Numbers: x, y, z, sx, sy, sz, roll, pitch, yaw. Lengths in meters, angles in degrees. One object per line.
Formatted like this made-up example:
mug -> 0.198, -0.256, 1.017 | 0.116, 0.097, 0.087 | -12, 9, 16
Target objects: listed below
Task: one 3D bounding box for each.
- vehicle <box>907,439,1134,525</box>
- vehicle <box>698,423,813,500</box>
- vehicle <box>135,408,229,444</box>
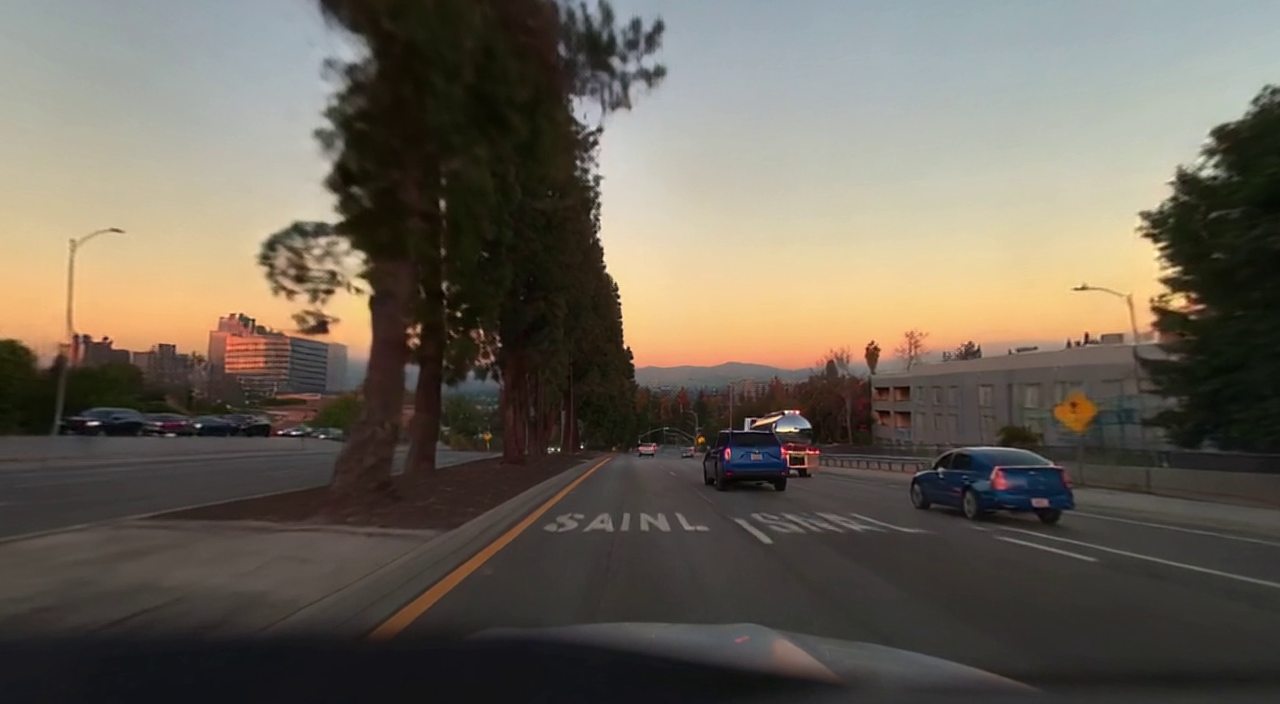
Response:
vehicle -> 7.656, 2.617, 13.326 | 1.966, 1.476, 4.270 | 0, -8, -3
vehicle -> 2.825, 2.817, 16.574 | 2.045, 1.729, 4.532 | 0, -8, -1
vehicle -> -29.083, 4.690, 40.041 | 4.573, 1.751, 2.109 | 4, -6, 12
